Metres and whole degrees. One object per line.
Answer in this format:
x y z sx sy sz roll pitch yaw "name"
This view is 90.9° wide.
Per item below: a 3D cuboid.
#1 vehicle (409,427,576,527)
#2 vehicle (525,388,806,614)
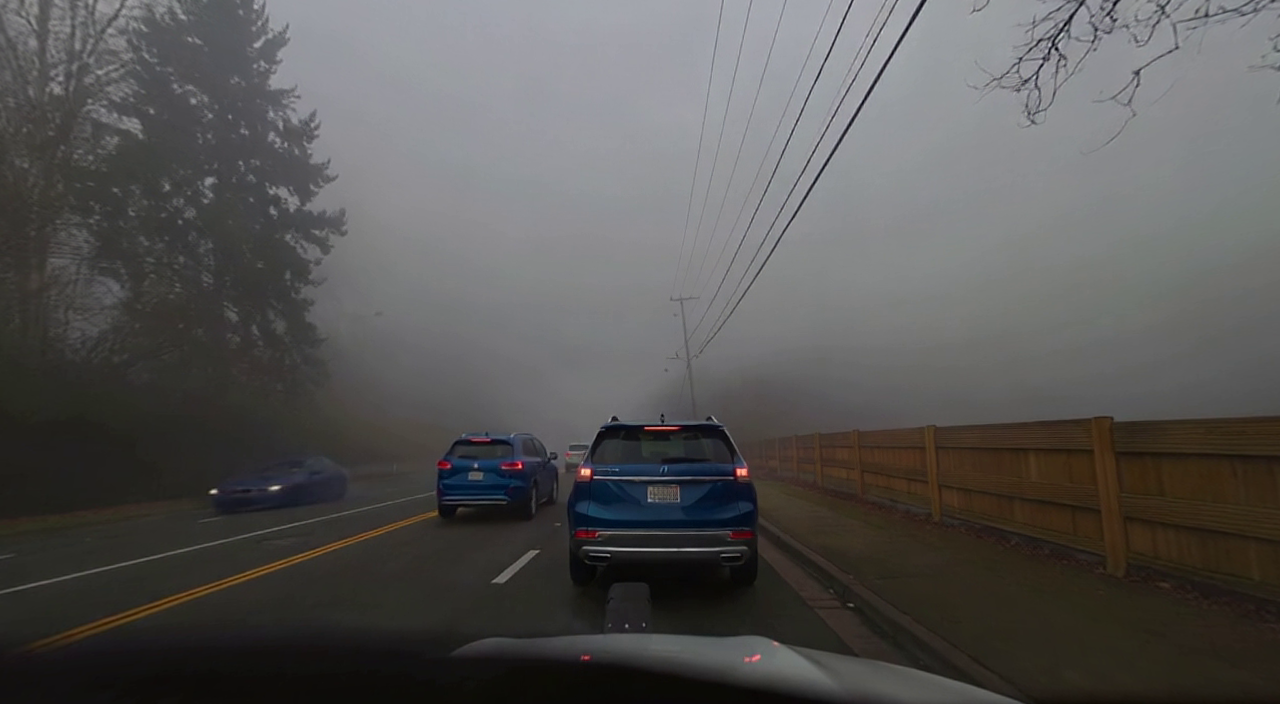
-2.696 2.439 12.905 2.176 1.653 4.666 0 -9 2 "vehicle"
0.195 1.464 7.039 2.174 1.749 4.113 0 -9 0 "vehicle"
